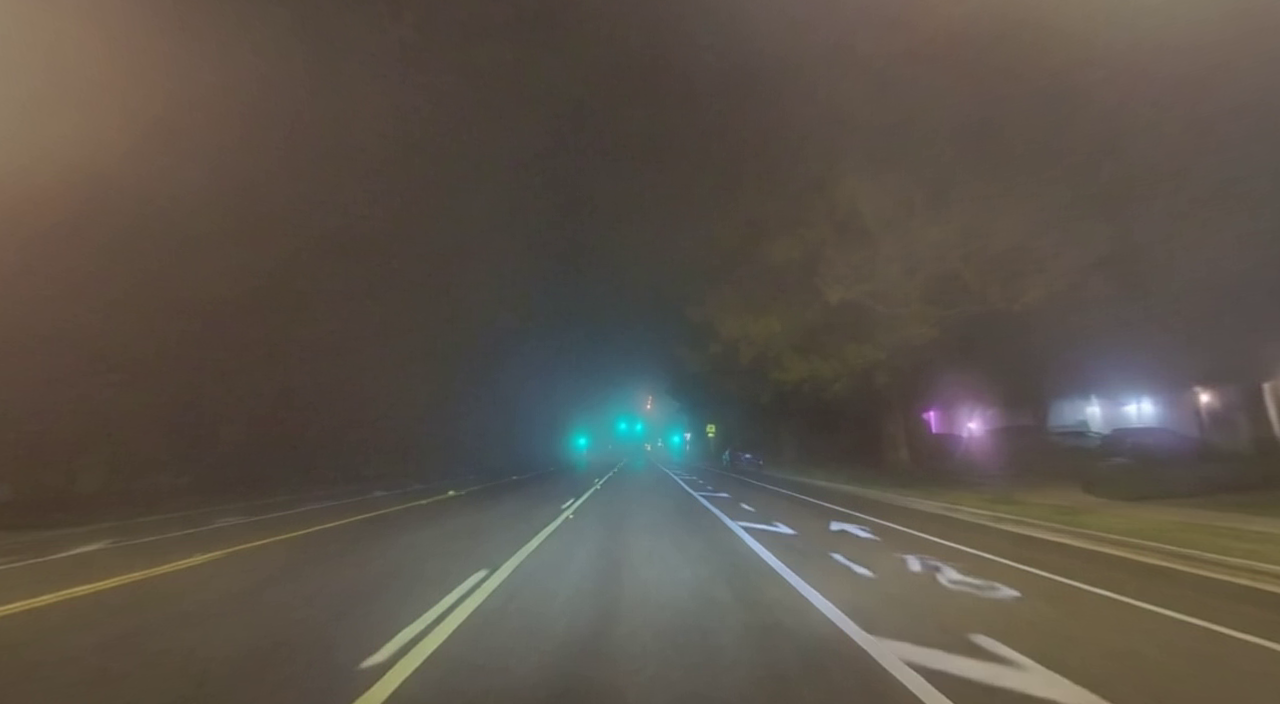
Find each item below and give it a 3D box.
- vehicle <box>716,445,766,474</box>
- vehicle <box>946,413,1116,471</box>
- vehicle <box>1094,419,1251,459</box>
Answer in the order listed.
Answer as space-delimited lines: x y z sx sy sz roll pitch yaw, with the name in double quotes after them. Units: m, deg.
5.316 5.727 33.964 1.984 1.418 4.709 1 -9 1 "vehicle"
15.239 3.540 24.859 5.136 1.795 2.244 -4 -9 -3 "vehicle"
21.040 3.460 25.113 4.479 1.474 1.907 0 -8 -1 "vehicle"
